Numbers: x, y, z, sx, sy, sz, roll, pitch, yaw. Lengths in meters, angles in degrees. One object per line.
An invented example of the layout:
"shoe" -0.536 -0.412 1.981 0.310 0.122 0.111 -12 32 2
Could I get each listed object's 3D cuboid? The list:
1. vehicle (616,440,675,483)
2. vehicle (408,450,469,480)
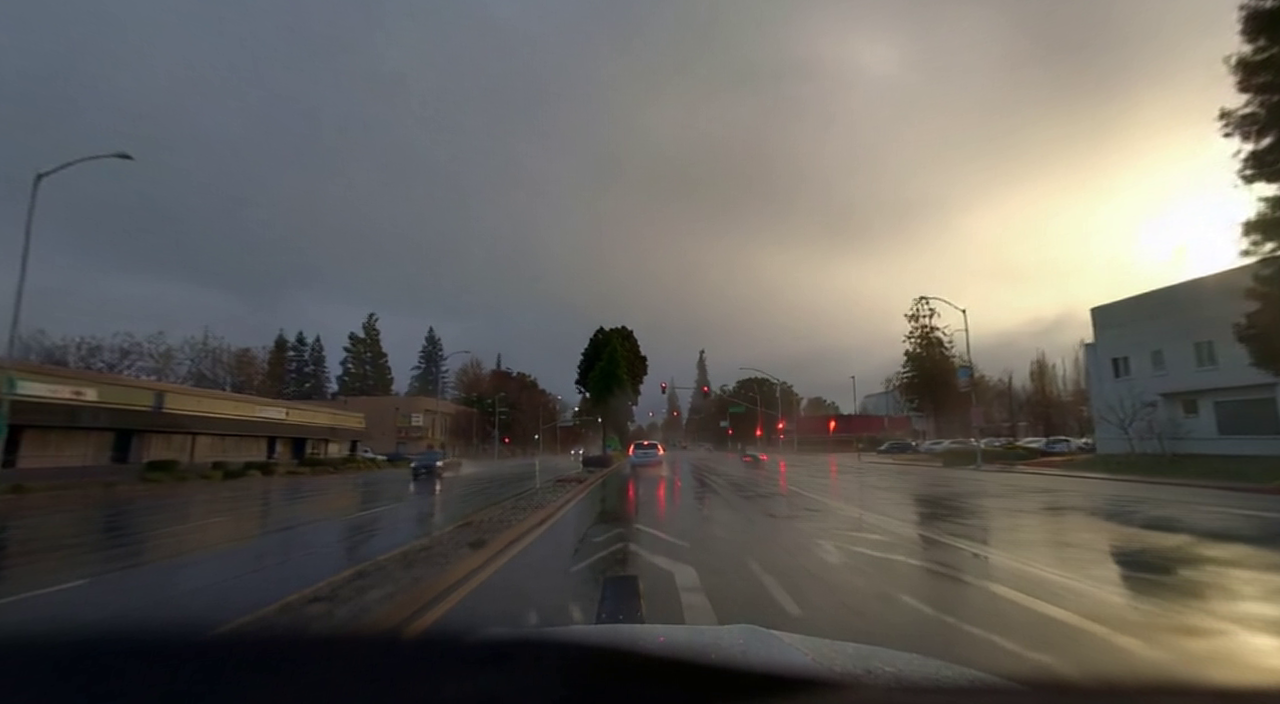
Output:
"vehicle" 0.171 4.141 24.116 2.064 1.477 3.968 0 -9 0
"vehicle" -11.054 6.207 35.002 1.907 1.485 4.293 0 -9 1
